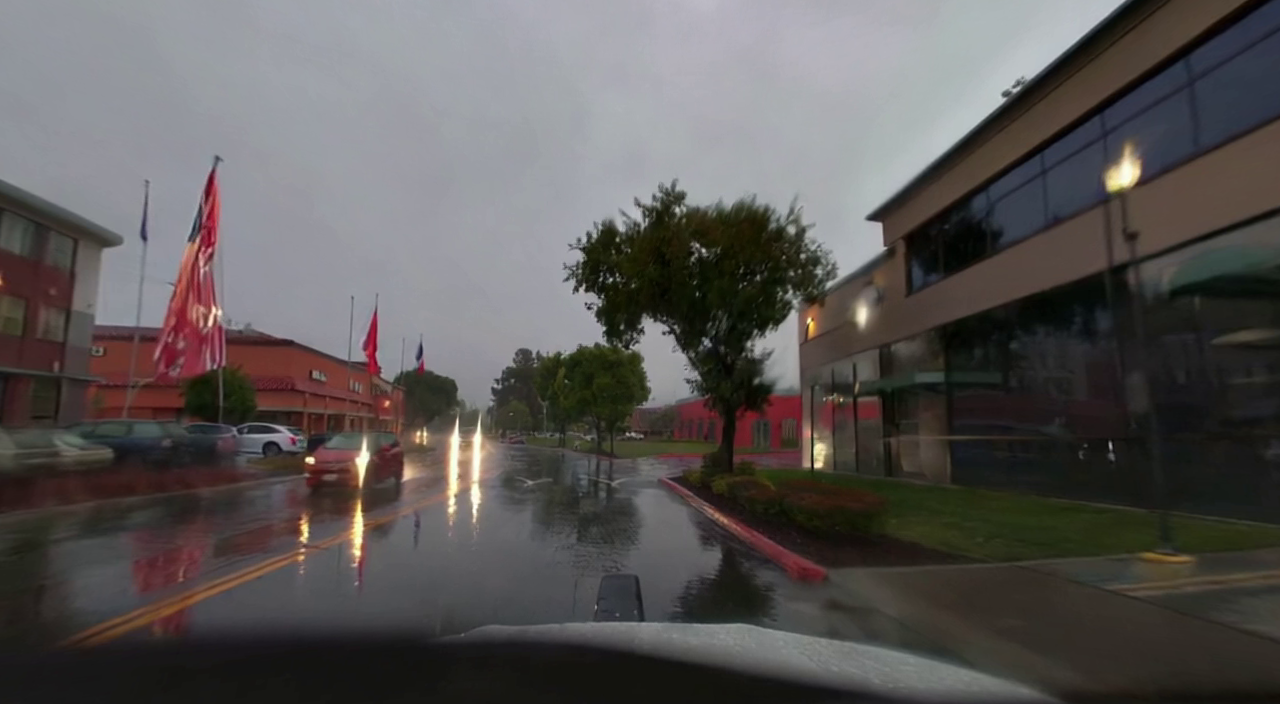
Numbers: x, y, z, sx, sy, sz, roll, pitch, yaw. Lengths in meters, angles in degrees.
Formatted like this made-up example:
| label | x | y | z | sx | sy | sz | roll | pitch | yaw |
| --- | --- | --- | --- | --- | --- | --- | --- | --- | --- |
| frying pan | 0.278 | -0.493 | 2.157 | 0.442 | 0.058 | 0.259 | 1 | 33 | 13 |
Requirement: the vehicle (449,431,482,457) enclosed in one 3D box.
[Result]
| label | x | y | z | sx | sy | sz | roll | pitch | yaw |
| --- | --- | --- | --- | --- | --- | --- | --- | --- | --- |
| vehicle | -13.260 | 7.032 | 48.114 | 2.026 | 1.882 | 4.277 | 1 | -8 | -11 |

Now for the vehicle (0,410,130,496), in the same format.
| label | x | y | z | sx | sy | sz | roll | pitch | yaw |
| --- | --- | --- | --- | --- | --- | --- | --- | --- | --- |
| vehicle | -14.264 | 2.210 | 13.923 | 4.110 | 1.758 | 1.853 | 1 | -8 | -10 |

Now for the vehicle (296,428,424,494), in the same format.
| label | x | y | z | sx | sy | sz | roll | pitch | yaw |
| --- | --- | --- | --- | --- | --- | --- | --- | --- | --- |
| vehicle | -7.602 | 2.969 | 17.619 | 1.963 | 1.589 | 4.212 | 1 | -8 | -5 |
